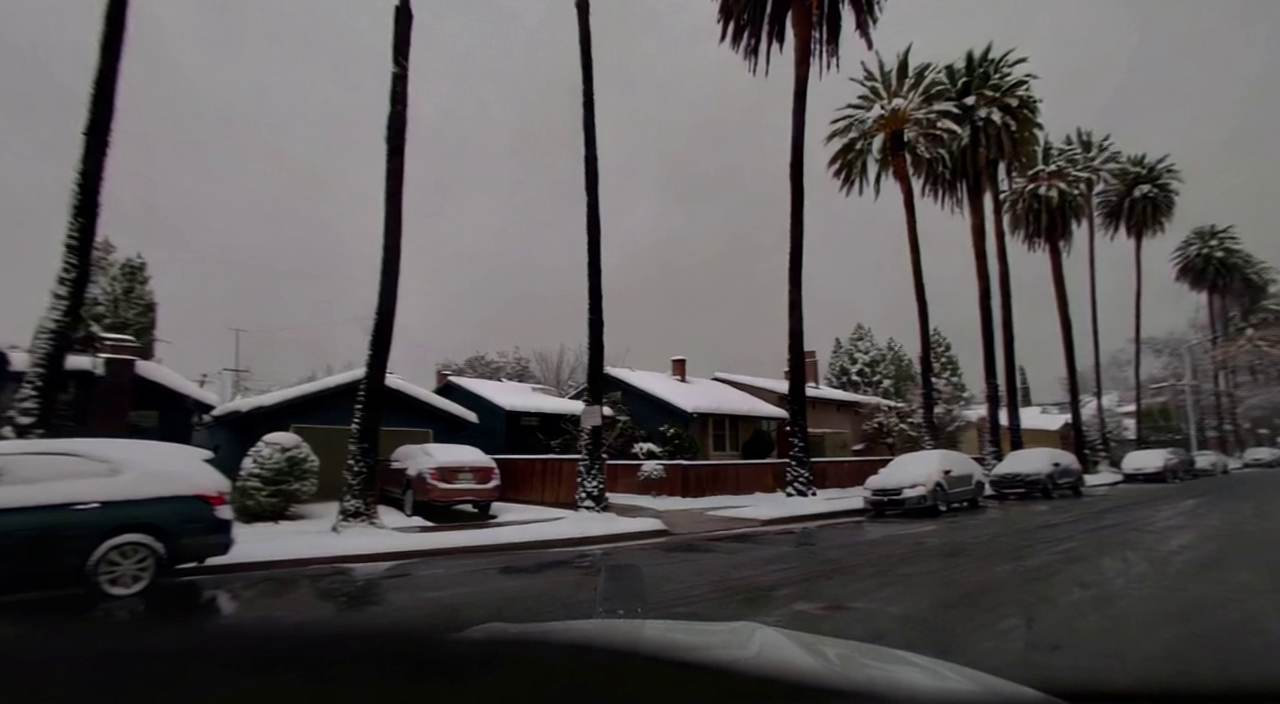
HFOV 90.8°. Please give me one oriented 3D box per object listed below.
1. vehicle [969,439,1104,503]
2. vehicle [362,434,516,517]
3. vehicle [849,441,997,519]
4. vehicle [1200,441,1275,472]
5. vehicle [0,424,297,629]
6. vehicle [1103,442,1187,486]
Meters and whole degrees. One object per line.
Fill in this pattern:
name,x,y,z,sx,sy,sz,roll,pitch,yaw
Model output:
vehicle,13.249,3.853,20.997,5.168,1.819,2.020,6,-11,-38
vehicle,-4.830,2.816,14.872,2.134,1.630,4.057,6,-11,-37
vehicle,7.255,3.162,16.120,3.777,1.697,1.816,6,-11,-39
vehicle,38.485,6.663,40.607,5.876,1.808,2.316,5,-11,-36
vehicle,-5.962,1.546,5.930,4.469,1.655,1.978,6,-11,-37
vehicle,22.952,5.012,28.652,4.381,1.803,1.947,6,-11,-40
